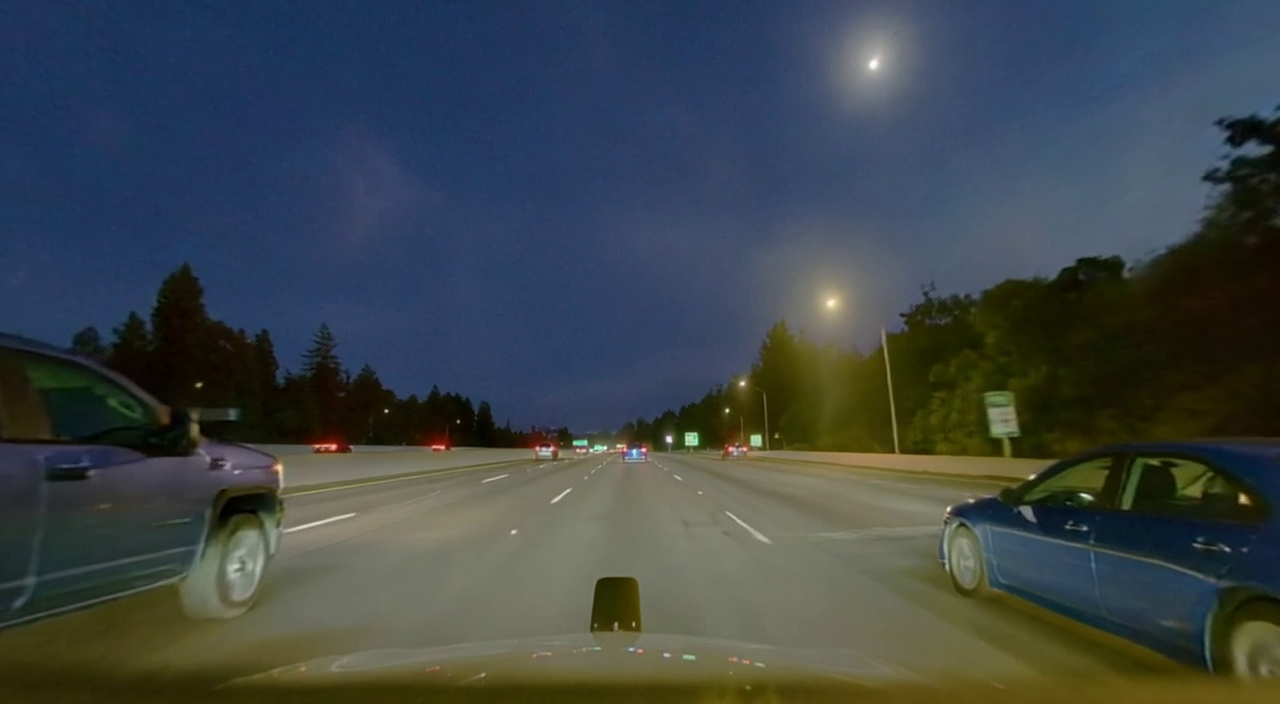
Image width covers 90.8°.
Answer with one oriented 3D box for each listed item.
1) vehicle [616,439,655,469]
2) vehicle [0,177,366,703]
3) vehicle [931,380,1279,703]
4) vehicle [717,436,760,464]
[{"bbox_3d":[-0.286,5.882,36.635,2.157,1.642,4.189,0,-9,-1],"label":"vehicle"},{"bbox_3d":[-3.577,0.458,2.119,2.592,2.179,6.034,0,-9,0],"label":"vehicle"},{"bbox_3d":[3.179,0.861,2.167,2.072,1.501,4.694,0,-9,-1],"label":"vehicle"},{"bbox_3d":[6.907,6.968,45.024,2.103,1.898,5.310,0,-9,-1],"label":"vehicle"}]
